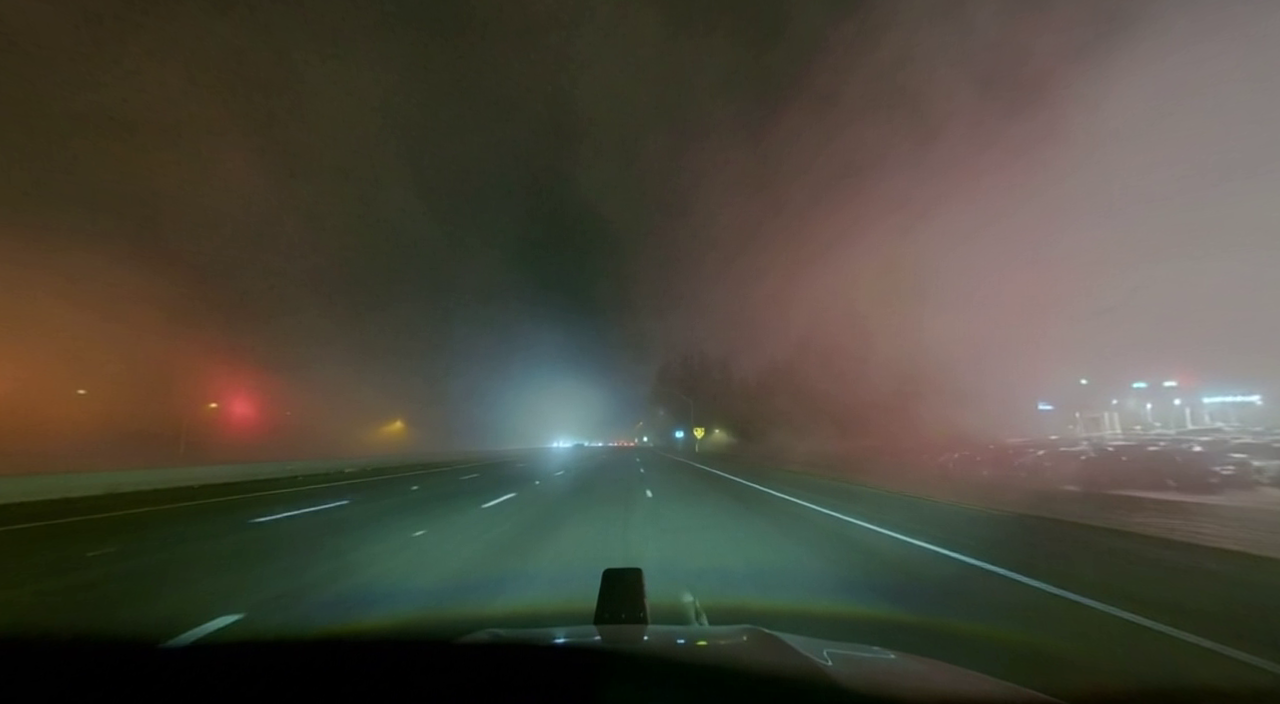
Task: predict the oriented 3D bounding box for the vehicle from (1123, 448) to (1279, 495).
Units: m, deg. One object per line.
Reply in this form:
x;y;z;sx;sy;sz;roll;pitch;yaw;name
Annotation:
27.053;5.732;30.446;5.531;1.855;2.208;-3;-8;-1;vehicle
